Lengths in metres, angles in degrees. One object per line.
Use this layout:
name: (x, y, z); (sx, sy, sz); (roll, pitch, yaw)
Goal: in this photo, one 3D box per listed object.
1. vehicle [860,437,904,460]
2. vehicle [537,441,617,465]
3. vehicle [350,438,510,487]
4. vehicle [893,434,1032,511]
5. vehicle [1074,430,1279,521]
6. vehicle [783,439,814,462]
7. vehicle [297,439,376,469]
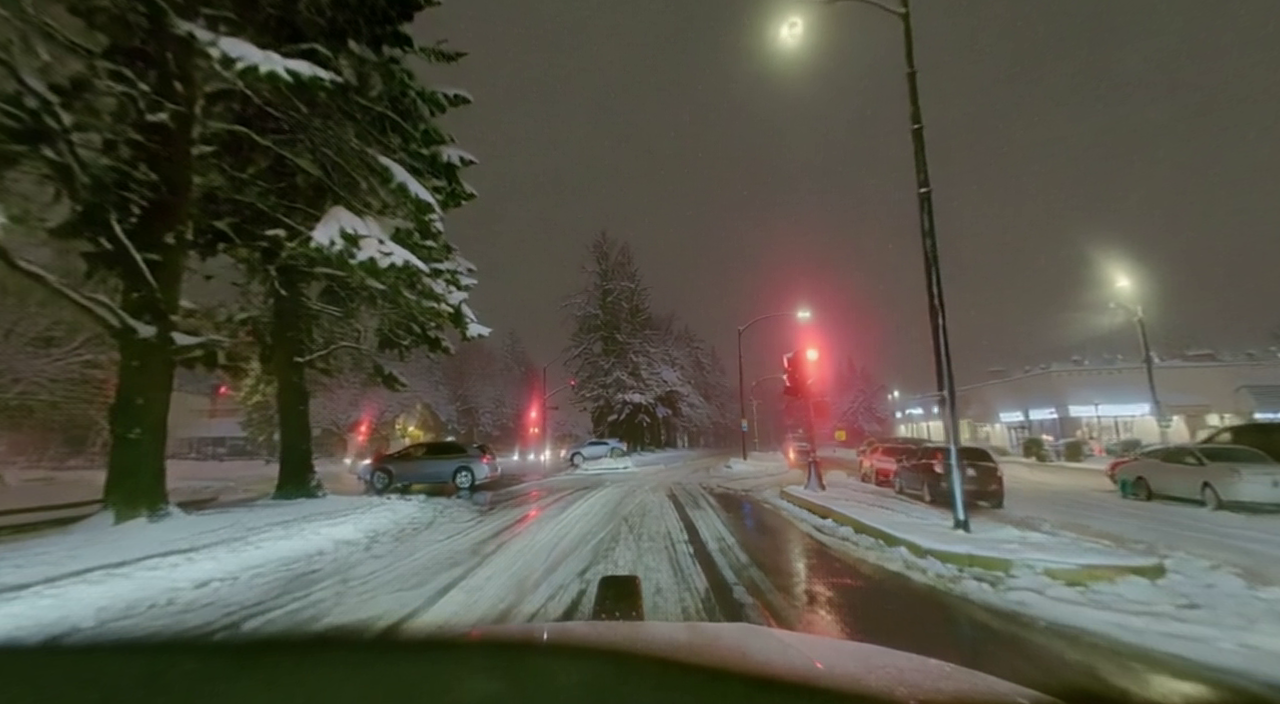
vehicle: (16.764, 6.716, 43.915); (1.951, 1.491, 4.359); (-1, -8, 9)
vehicle: (-4.121, 6.648, 41.624); (4.792, 1.468, 2.116); (-2, -9, 14)
vehicle: (-6.519, 3.461, 19.951); (4.376, 1.476, 1.791); (0, -8, 3)
vehicle: (7.204, 2.684, 14.640); (1.867, 1.479, 4.452); (-2, -9, 14)
vehicle: (11.401, 2.540, 13.604); (2.031, 1.592, 4.470); (-3, -9, 17)
vehicle: (11.455, 7.122, 45.863); (2.061, 1.519, 4.794); (-2, -8, 13)
vehicle: (-19.673, 6.635, 41.259); (2.082, 1.779, 4.841); (-2, -9, 11)
